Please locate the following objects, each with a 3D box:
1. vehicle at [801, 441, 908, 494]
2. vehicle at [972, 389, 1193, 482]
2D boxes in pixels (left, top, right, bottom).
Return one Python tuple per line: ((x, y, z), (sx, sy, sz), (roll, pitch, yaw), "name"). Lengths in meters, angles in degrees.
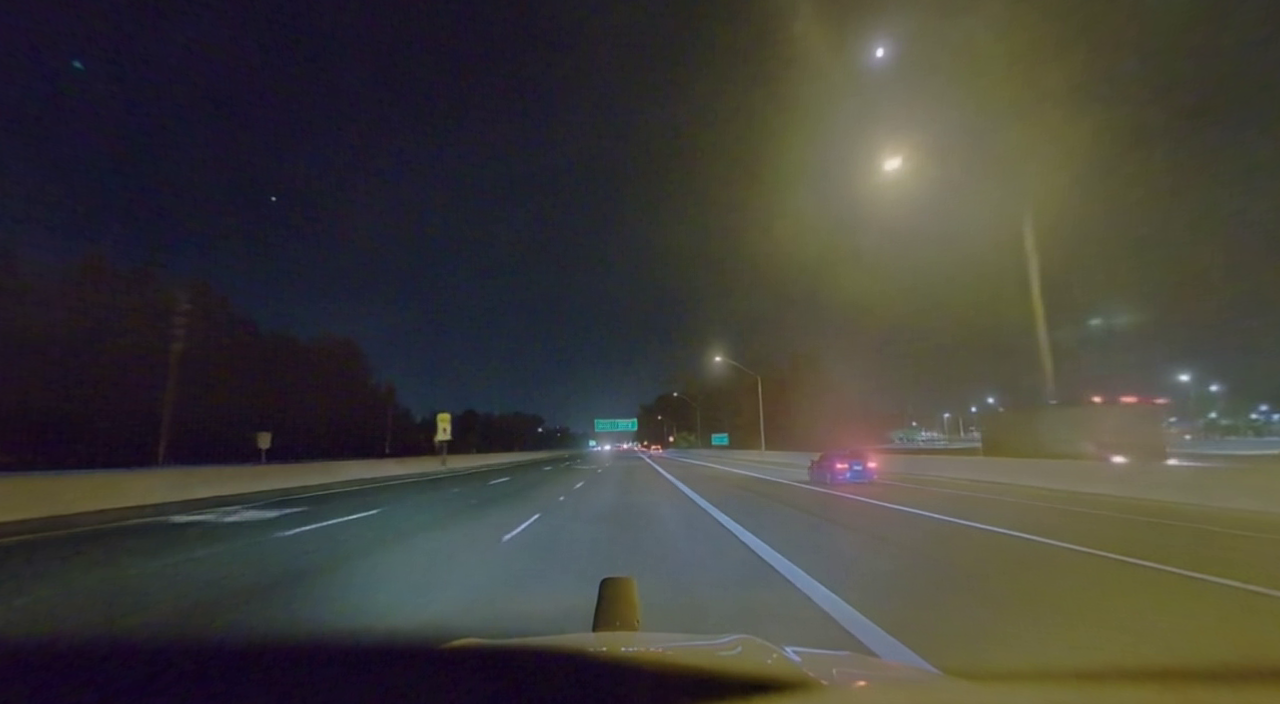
((6.906, 3.737, 20.925), (1.958, 1.498, 4.447), (0, -8, 0), "vehicle")
((20.728, 4.165, 30.945), (2.841, 3.731, 10.555), (0, -9, -2), "vehicle")
